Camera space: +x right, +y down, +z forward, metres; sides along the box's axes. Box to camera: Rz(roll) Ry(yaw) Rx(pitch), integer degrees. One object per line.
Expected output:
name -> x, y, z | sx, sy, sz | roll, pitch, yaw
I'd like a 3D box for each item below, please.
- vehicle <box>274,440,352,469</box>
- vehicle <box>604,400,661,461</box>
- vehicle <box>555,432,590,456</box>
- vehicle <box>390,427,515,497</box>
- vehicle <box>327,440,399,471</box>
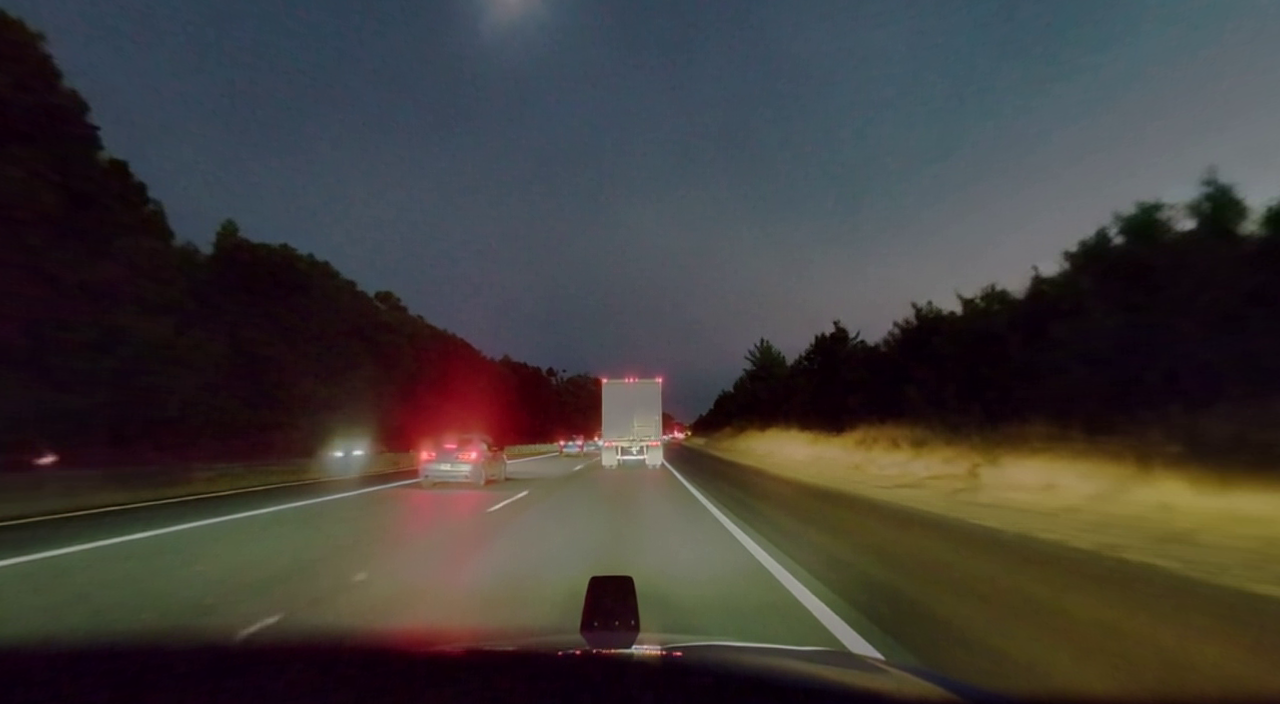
vehicle -> -17.790, 5.566, 34.556 | 1.847, 1.487, 4.583 | 0, -8, -1
vehicle -> -0.296, 3.288, 26.454 | 2.319, 2.461, 1.270 | 0, -8, 0
vehicle -> -5.029, 6.954, 47.609 | 2.138, 1.697, 4.587 | 0, -8, 1
vehicle -> -4.483, 2.667, 15.723 | 1.909, 1.520, 3.897 | 0, -8, 0
vehicle -> -13.625, 5.079, 31.239 | 1.922, 1.431, 3.659 | 0, -8, 0
